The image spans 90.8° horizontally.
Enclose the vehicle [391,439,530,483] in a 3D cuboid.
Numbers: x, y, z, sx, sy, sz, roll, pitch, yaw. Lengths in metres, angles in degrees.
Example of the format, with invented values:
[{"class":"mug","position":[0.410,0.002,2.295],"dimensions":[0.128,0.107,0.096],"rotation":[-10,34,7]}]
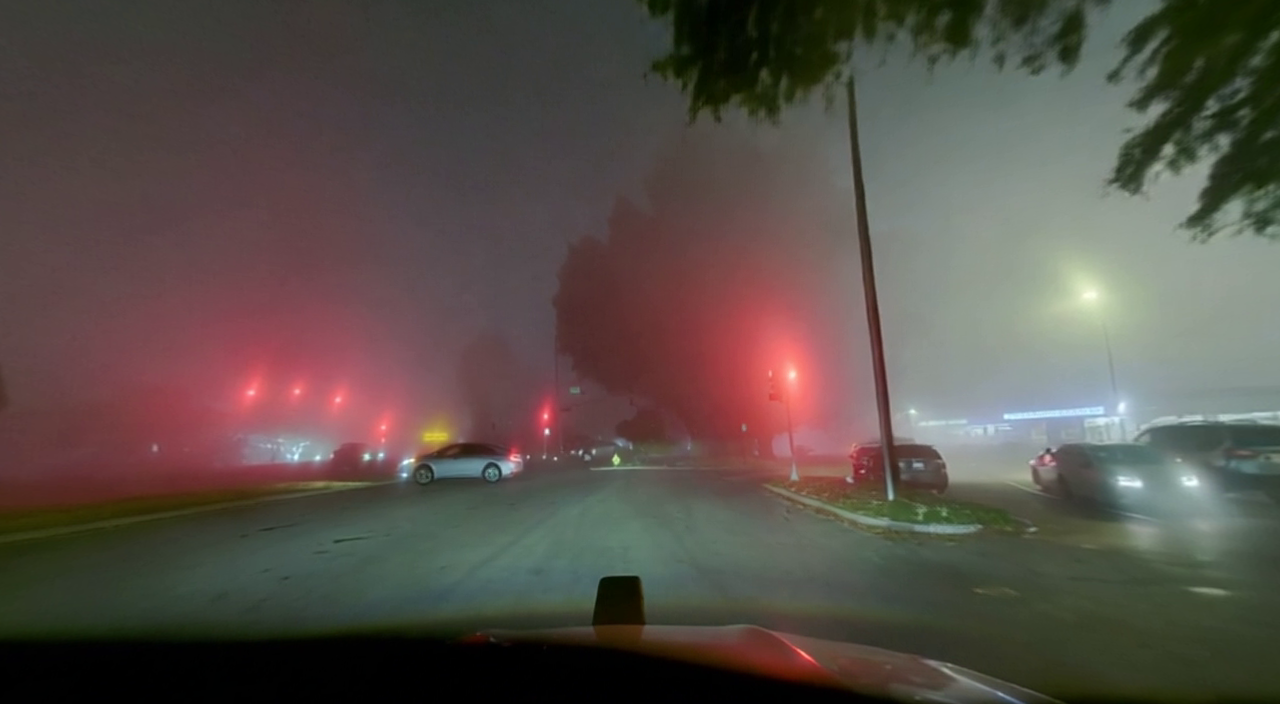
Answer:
[{"class":"vehicle","position":[-6.321,3.871,22.579],"dimensions":[4.376,1.476,1.791],"rotation":[-1,-9,4]}]

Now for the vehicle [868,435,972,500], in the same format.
[{"class":"vehicle","position":[7.403,3.053,17.157],"dimensions":[1.867,1.479,4.452],"rotation":[-3,-9,15]}]

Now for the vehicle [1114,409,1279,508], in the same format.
[{"class":"vehicle","position":[13.878,2.466,15.027],"dimensions":[2.265,1.919,5.745],"rotation":[-4,-9,18]}]

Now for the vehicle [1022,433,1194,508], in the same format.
[{"class":"vehicle","position":[11.547,2.910,16.052],"dimensions":[2.031,1.592,4.470],"rotation":[-3,-9,17]}]

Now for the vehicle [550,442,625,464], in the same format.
[{"class":"vehicle","position":[-3.685,7.094,44.259],"dimensions":[4.792,1.468,2.116],"rotation":[-3,-9,15]}]

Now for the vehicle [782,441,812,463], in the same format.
[{"class":"vehicle","position":[12.042,7.612,48.375],"dimensions":[2.061,1.519,4.794],"rotation":[-3,-8,15]}]

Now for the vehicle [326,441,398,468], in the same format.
[{"class":"vehicle","position":[-19.264,7.122,44.029],"dimensions":[2.082,1.779,4.841],"rotation":[-2,-9,12]}]
